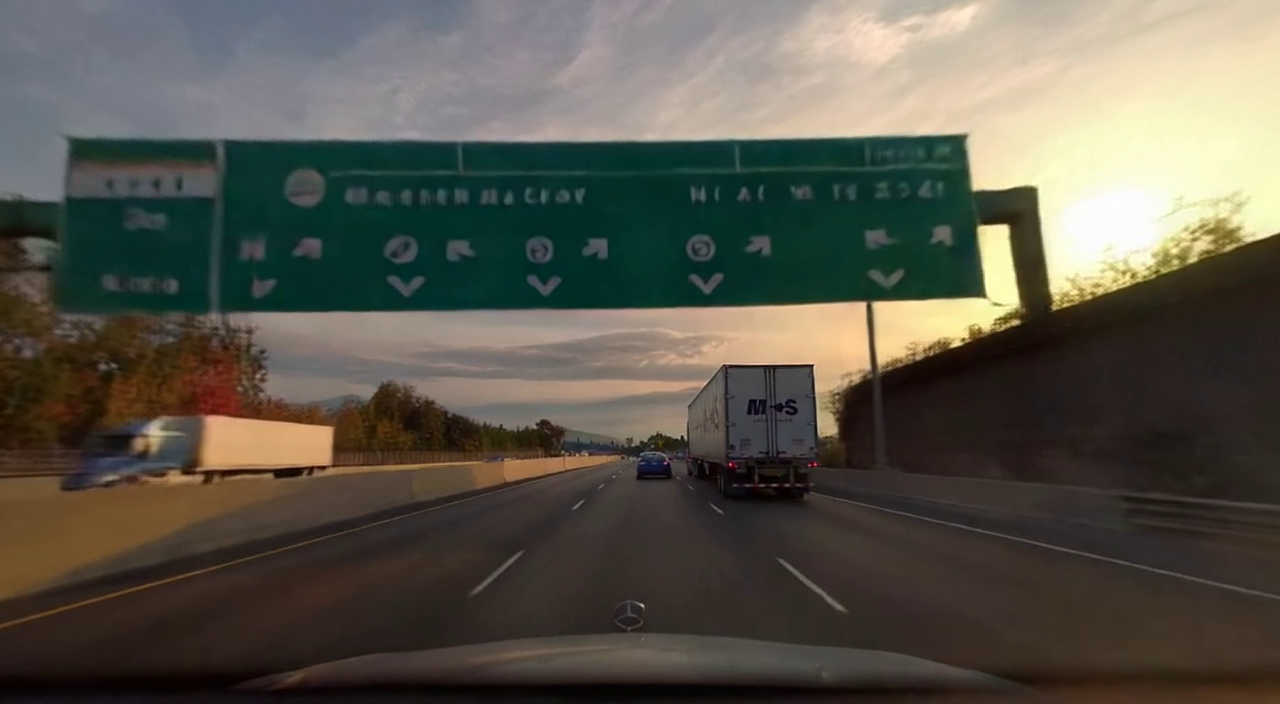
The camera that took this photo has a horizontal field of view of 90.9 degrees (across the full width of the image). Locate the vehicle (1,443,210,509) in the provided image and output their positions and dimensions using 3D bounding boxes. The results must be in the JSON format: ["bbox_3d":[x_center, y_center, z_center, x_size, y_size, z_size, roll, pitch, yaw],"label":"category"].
[{"bbox_3d":[-17.210,3.983,20.755,2.827,1.881,4.544,0,-9,0],"label":"vehicle"}]

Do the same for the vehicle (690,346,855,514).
[{"bbox_3d":[3.776,2.957,22.550,3.002,4.104,14.174,0,-9,1],"label":"vehicle"}]

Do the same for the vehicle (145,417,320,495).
[{"bbox_3d":[-17.247,4.491,27.446,2.732,2.908,7.110,0,-9,1],"label":"vehicle"}]

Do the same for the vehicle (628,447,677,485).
[{"bbox_3d":[0.562,5.312,29.696,2.121,1.642,3.828,0,-9,1],"label":"vehicle"}]
